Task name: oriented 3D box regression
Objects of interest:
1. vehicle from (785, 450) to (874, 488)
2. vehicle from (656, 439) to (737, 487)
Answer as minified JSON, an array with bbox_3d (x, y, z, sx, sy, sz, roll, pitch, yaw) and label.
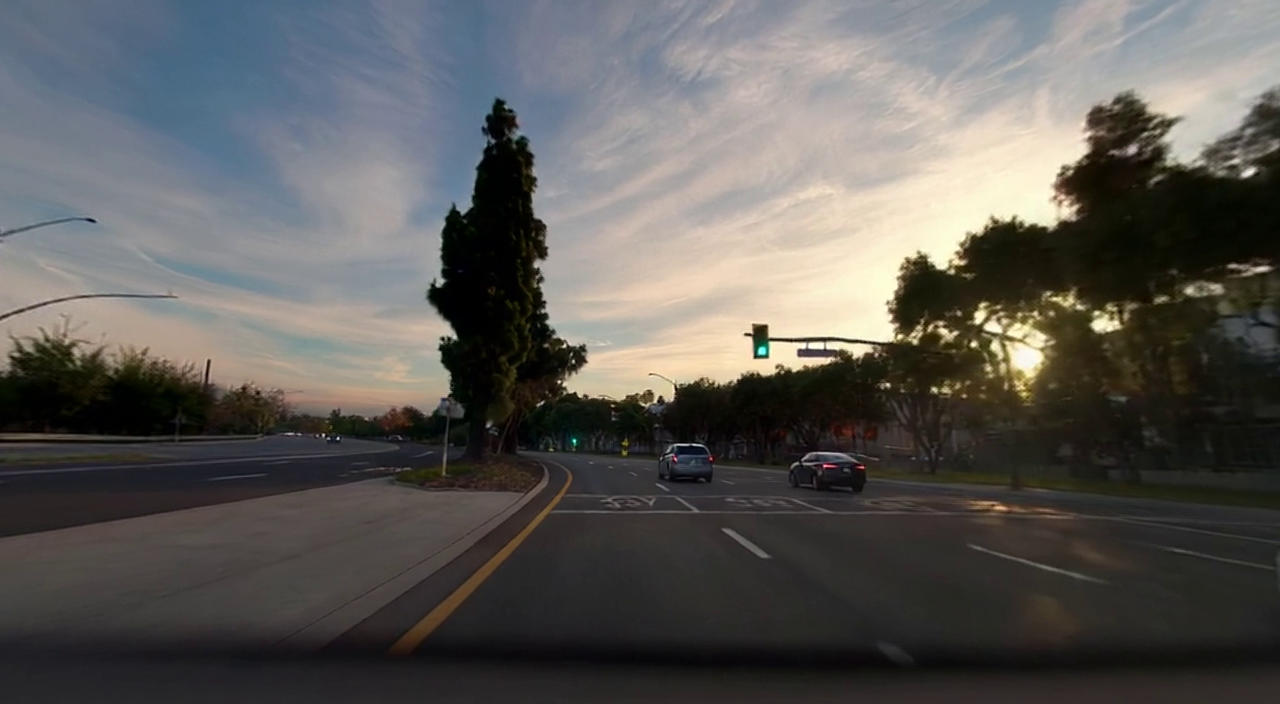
[{"bbox_3d":[8.158,5.052,27.712,1.940,1.460,4.652,1,-8,-8],"label":"vehicle"},{"bbox_3d":[2.017,4.183,24.131,2.122,1.646,4.525,1,-8,-7],"label":"vehicle"}]
